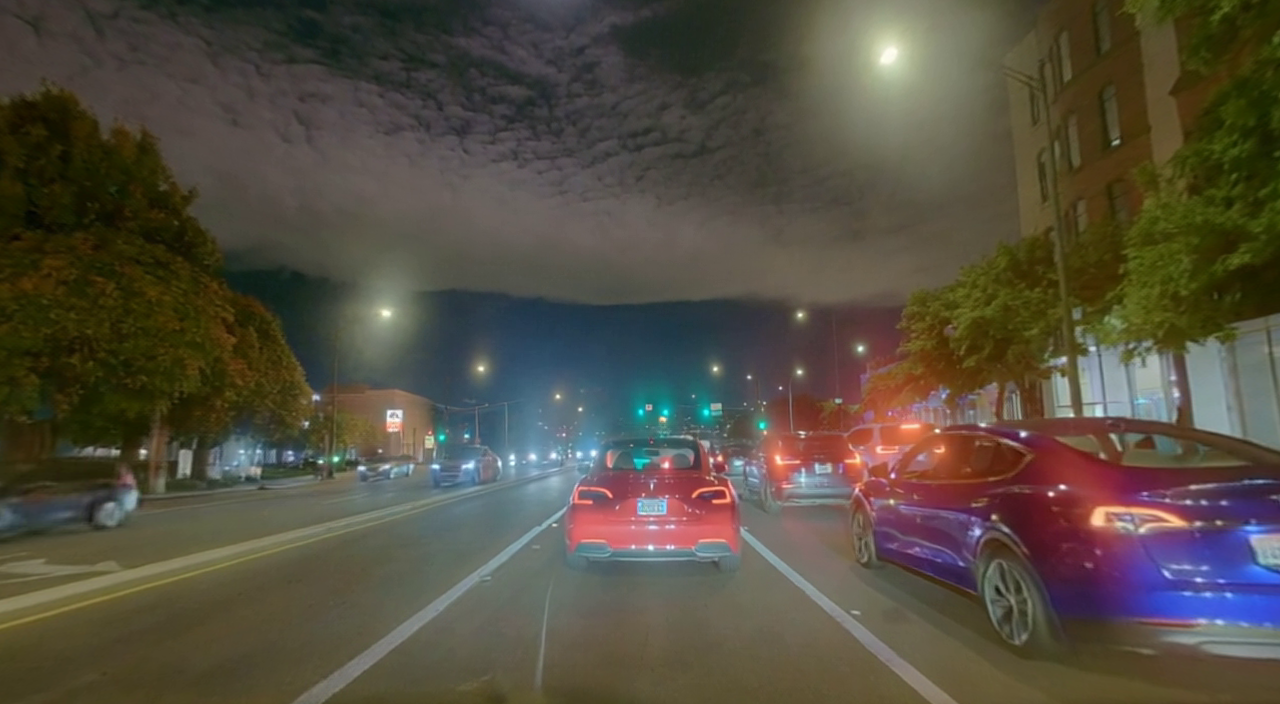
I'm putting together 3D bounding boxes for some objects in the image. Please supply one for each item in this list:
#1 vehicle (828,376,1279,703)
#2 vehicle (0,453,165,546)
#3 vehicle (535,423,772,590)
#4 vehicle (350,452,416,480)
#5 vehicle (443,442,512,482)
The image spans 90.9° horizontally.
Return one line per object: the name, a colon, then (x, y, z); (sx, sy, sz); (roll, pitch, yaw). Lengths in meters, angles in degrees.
vehicle: (3.209, 1.251, 4.996); (2.038, 1.651, 4.455); (0, -8, 0)
vehicle: (-11.657, 2.700, 11.942); (1.917, 1.506, 4.280); (0, -8, 1)
vehicle: (0.131, 1.685, 7.725); (2.137, 1.488, 3.938); (0, -8, 0)
vehicle: (-14.780, 6.575, 36.527); (1.999, 1.462, 4.200); (0, -8, 1)
vehicle: (-7.450, 5.070, 29.326); (1.968, 1.682, 4.213); (0, -8, 1)
